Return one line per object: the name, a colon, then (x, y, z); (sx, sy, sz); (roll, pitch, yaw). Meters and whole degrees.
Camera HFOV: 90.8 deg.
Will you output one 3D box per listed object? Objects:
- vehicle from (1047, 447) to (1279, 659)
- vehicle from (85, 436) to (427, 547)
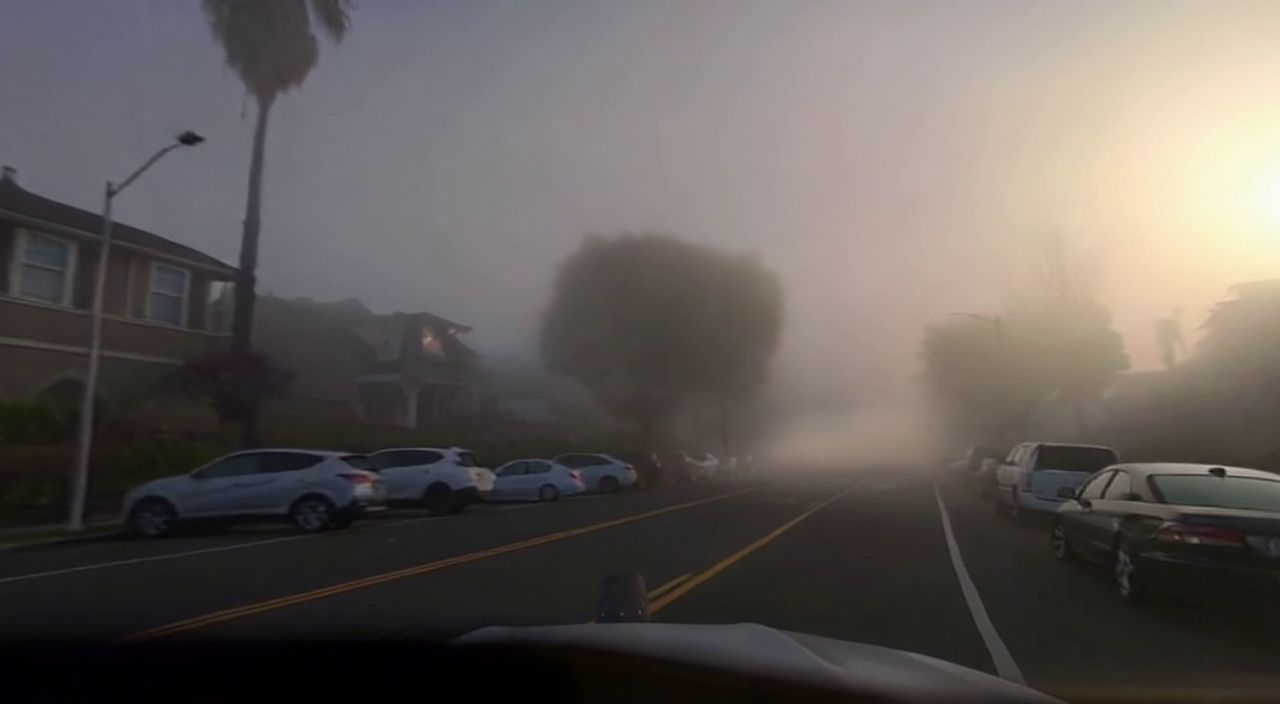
vehicle: (5.774, 1.725, 6.456); (2.001, 1.461, 4.492); (-4, -9, 24)
vehicle: (-6.637, 2.407, 11.314); (4.866, 1.752, 1.998); (-1, -8, 5)
